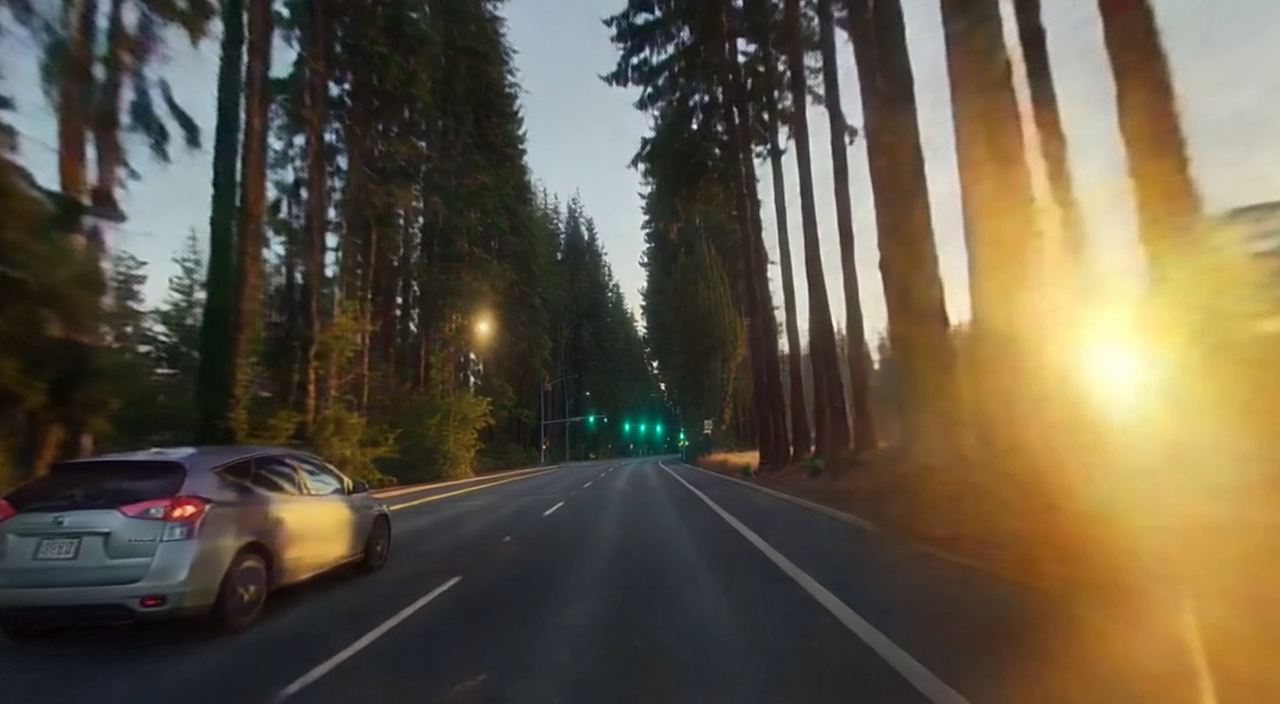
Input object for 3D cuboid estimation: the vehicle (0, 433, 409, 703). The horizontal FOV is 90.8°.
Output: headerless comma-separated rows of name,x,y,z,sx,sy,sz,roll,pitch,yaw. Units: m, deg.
vehicle,-3.823,1.482,5.555,1.946,1.437,4.154,0,-8,1
